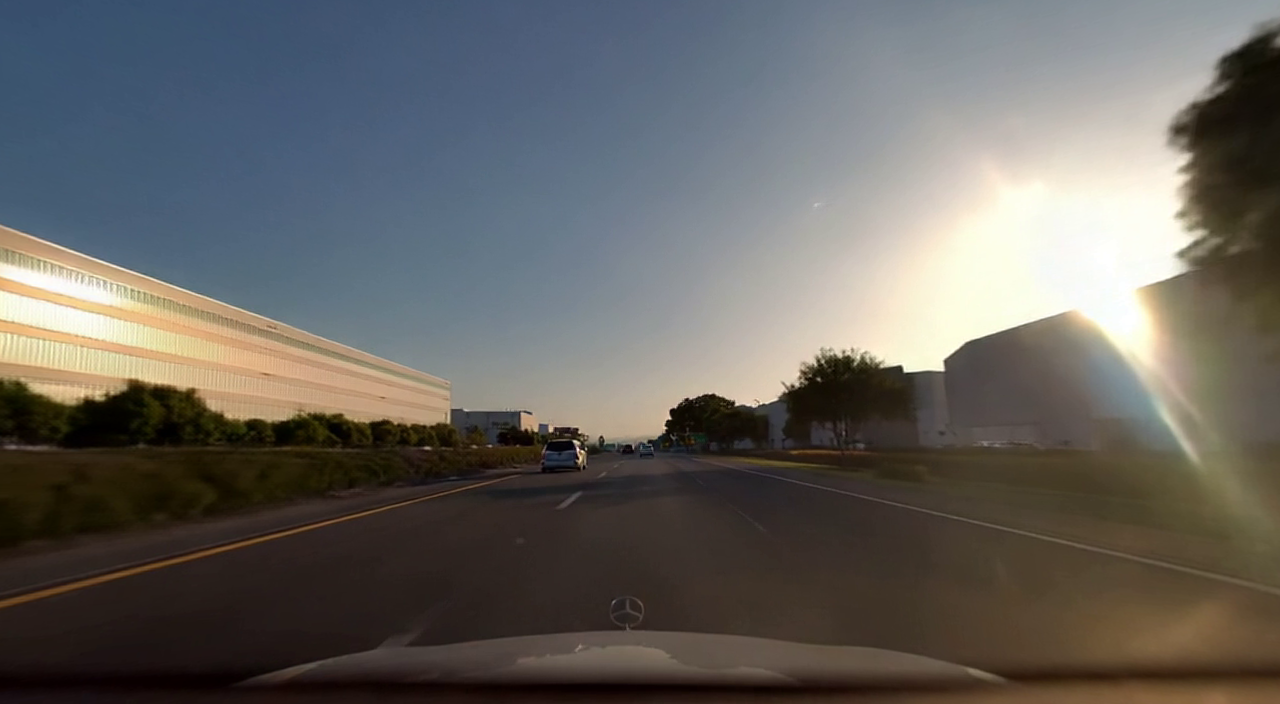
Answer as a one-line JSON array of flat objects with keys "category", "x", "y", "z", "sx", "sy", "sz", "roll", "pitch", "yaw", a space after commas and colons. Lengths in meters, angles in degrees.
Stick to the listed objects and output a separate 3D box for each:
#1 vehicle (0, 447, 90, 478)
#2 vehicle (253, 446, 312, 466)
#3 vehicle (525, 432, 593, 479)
[{"category": "vehicle", "x": -32.099, "y": 5.795, "z": 33.350, "sx": 1.827, "sy": 1.459, "sz": 4.505, "roll": 0, "pitch": -9, "yaw": 0}, {"category": "vehicle", "x": -27.882, "y": 8.128, "z": 49.364, "sx": 1.892, "sy": 1.460, "sz": 4.582, "roll": 0, "pitch": -9, "yaw": 1}, {"category": "vehicle", "x": -3.417, "y": 4.500, "z": 27.616, "sx": 2.218, "sy": 1.850, "sz": 4.774, "roll": 0, "pitch": -9, "yaw": 2}]
